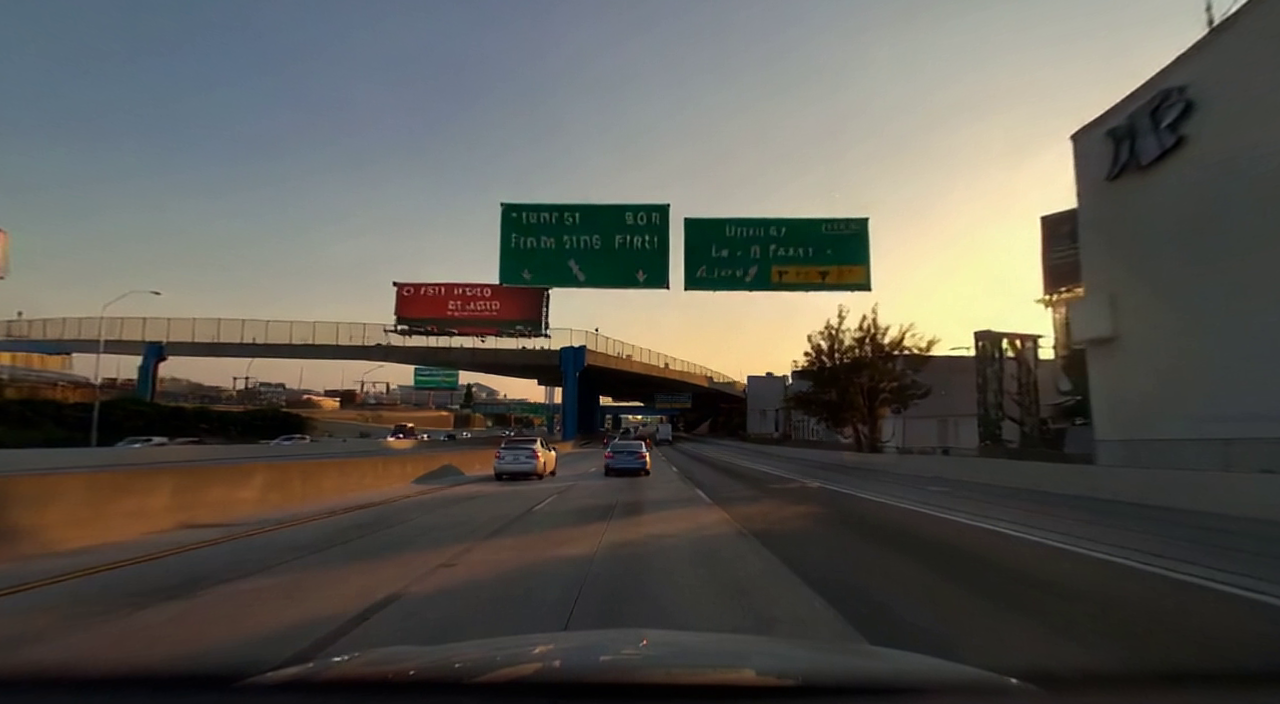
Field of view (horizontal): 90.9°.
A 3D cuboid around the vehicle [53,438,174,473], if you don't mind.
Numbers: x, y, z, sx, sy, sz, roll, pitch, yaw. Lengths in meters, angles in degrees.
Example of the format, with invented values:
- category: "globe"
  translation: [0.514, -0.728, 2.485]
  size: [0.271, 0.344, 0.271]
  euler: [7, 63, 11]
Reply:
- category: "vehicle"
  translation: [-35.778, 7.034, 43.219]
  size: [2.380, 2.226, 6.610]
  euler: [-1, -8, 3]

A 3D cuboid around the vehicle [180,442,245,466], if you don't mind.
- category: "vehicle"
  translation: [-31.836, 7.608, 47.123]
  size: [2.033, 1.678, 4.024]
  euler: [0, -8, 0]

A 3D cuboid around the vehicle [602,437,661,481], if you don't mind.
- category: "vehicle"
  translation: [-0.284, 3.676, 22.017]
  size: [1.877, 1.386, 3.872]
  euler: [0, -8, 0]

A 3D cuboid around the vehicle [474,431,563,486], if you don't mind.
- category: "vehicle"
  translation: [-3.855, 3.463, 20.838]
  size: [2.064, 1.589, 4.213]
  euler: [0, -8, 1]
